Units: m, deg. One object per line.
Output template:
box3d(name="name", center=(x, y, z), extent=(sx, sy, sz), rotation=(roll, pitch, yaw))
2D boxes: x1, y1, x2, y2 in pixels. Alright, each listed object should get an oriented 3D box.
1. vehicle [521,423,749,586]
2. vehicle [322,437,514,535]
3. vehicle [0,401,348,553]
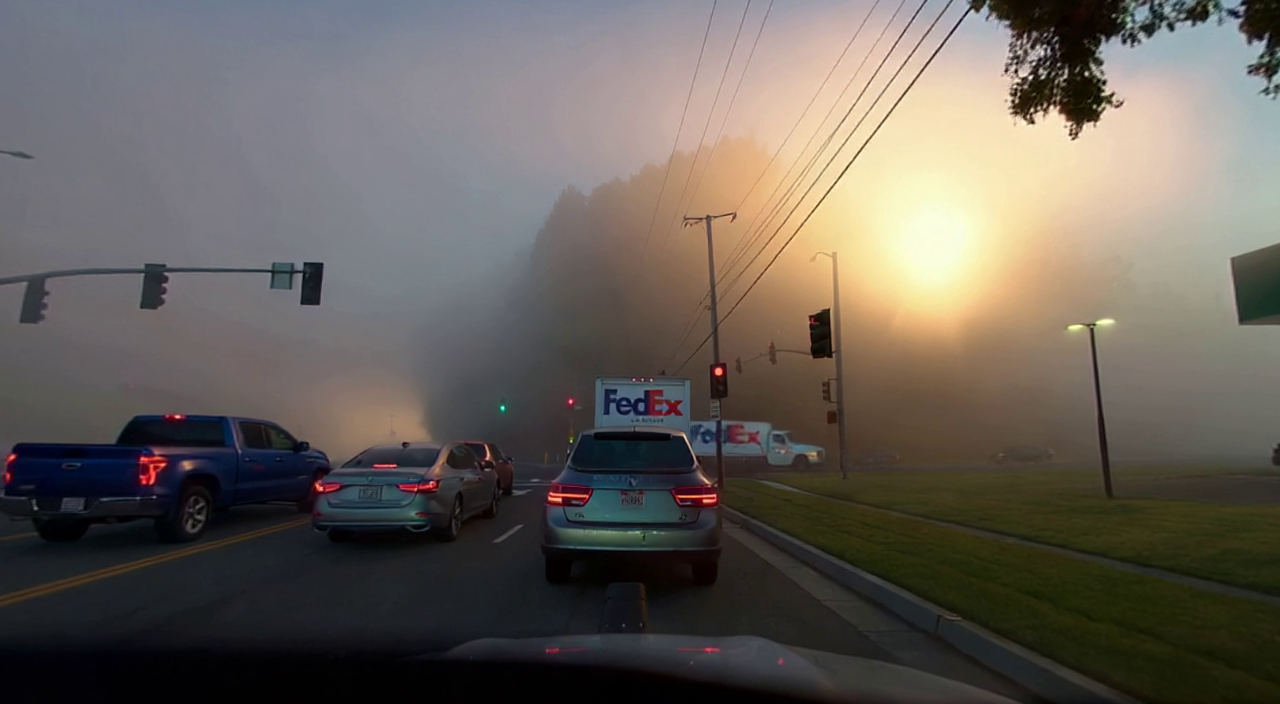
box3d(name="vehicle", center=(-0.047, 1.764, 8.124), extent=(2.145, 1.513, 4.269), rotation=(0, -9, 0))
box3d(name="vehicle", center=(-3.878, 2.398, 11.923), extent=(1.949, 1.487, 4.390), rotation=(0, -9, 1))
box3d(name="vehicle", center=(-7.300, 1.981, 10.718), extent=(2.125, 1.893, 5.498), rotation=(0, -9, -2))
